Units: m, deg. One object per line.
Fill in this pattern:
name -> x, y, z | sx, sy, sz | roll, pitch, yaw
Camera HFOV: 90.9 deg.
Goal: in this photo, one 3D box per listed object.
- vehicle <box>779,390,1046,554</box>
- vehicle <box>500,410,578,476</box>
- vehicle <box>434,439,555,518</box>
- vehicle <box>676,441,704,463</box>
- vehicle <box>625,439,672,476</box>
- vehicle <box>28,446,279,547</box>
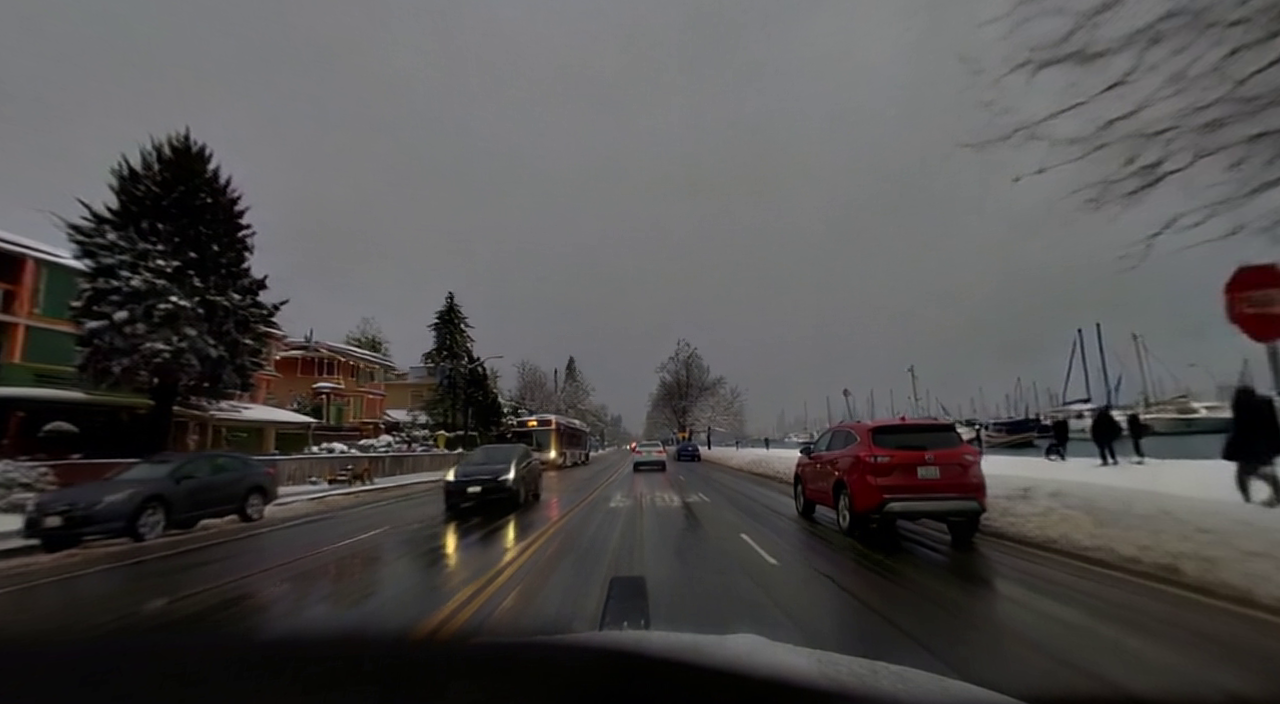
vehicle -> 3.557, 1.667, 9.361 | 2.000, 1.809, 4.405 | -1, -8, 1
vehicle -> -5.972, 5.638, 39.135 | 3.102, 3.524, 9.830 | -1, -8, 1
vehicle -> -3.284, 2.907, 15.116 | 1.893, 1.583, 4.107 | -1, -8, 1
vehicle -> 3.895, 7.873, 49.908 | 1.876, 1.626, 3.851 | -1, -8, -1
vehicle -> 0.359, 5.102, 30.798 | 2.132, 1.632, 3.838 | -1, -8, -1
vehicle -> -10.784, 3.150, 14.604 | 2.107, 1.868, 4.690 | -1, -8, -1
